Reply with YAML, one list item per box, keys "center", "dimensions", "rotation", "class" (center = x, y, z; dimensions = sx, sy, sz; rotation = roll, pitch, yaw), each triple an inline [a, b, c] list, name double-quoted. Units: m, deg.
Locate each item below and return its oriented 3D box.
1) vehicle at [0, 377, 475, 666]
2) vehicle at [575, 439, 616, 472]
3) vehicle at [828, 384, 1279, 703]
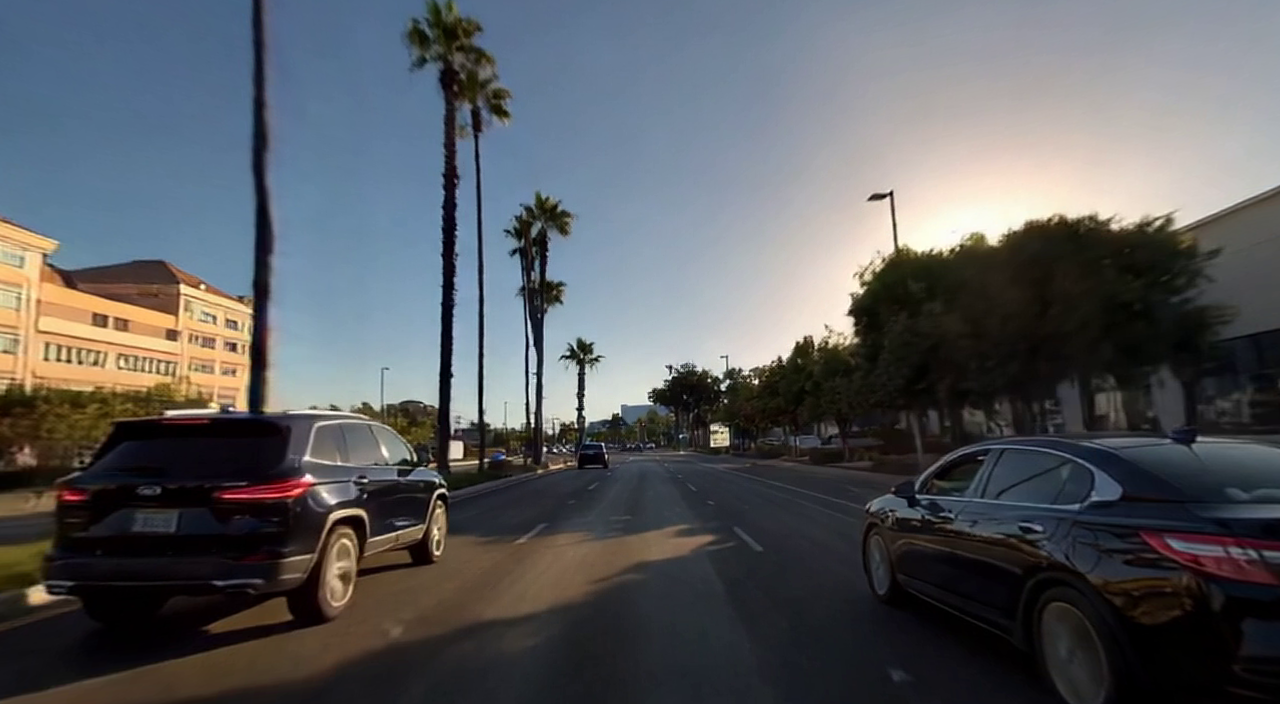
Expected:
- center: [-3.266, 1.380, 6.226]
  dimensions: [2.058, 1.804, 4.391]
  rotation: [0, -8, 0]
  class: "vehicle"
- center: [-2.490, 5.938, 36.293]
  dimensions: [1.998, 1.743, 4.402]
  rotation: [0, -8, 1]
  class: "vehicle"
- center: [2.905, 1.166, 4.293]
  dimensions: [1.946, 1.513, 4.133]
  rotation: [0, -8, 0]
  class: "vehicle"
